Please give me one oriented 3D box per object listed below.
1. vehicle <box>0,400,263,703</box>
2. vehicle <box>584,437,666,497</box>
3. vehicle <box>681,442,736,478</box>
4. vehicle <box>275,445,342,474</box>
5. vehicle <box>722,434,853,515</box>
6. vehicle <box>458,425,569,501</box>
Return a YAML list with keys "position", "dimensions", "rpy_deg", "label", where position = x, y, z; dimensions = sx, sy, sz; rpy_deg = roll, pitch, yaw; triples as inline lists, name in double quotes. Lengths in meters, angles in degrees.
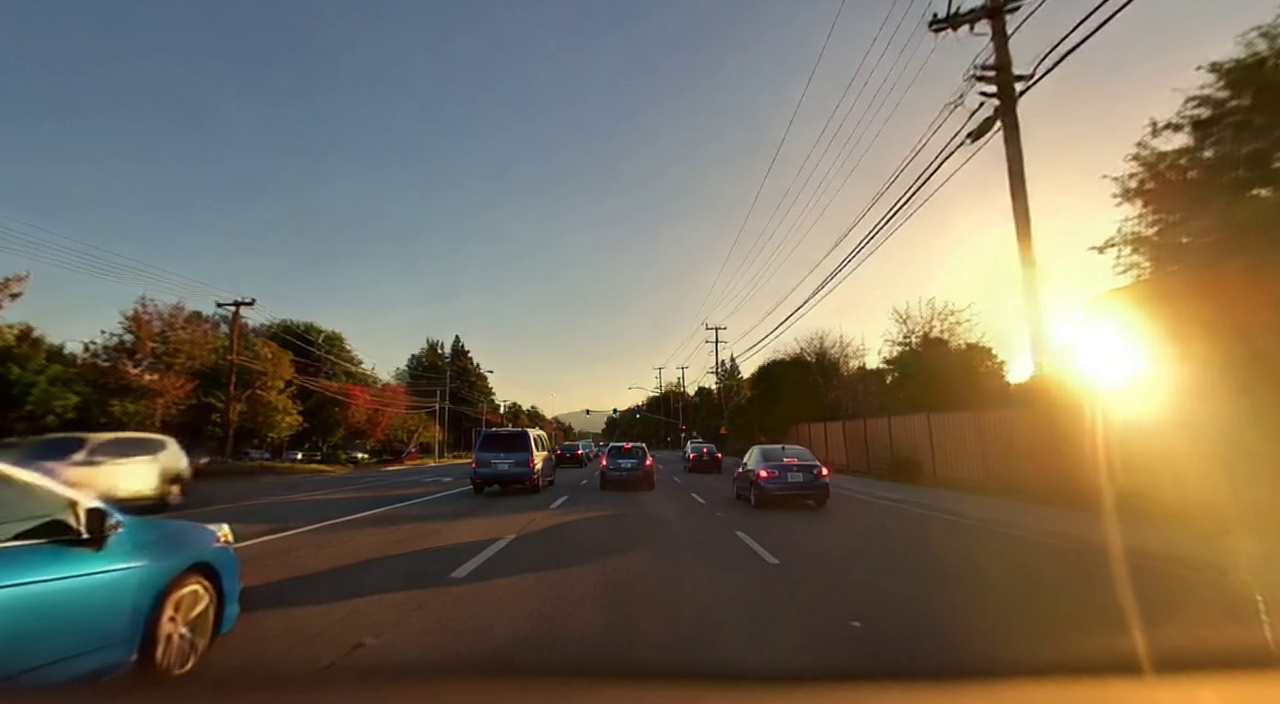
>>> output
- position: [-3.340, 0.814, 1.651]
  dimensions: [2.004, 1.454, 4.349]
  rpy_deg: [0, -9, 0]
  label: "vehicle"
- position: [-0.393, 3.243, 18.130]
  dimensions: [2.097, 1.511, 3.809]
  rpy_deg: [0, -9, 0]
  label: "vehicle"
- position: [3.027, 4.865, 28.754]
  dimensions: [1.878, 1.479, 4.461]
  rpy_deg: [0, -9, -2]
  label: "vehicle"
- position: [-23.113, 7.492, 44.262]
  dimensions: [2.094, 1.899, 4.789]
  rpy_deg: [0, -9, -1]
  label: "vehicle"
- position: [3.055, 2.608, 13.931]
  dimensions: [1.880, 1.521, 3.724]
  rpy_deg: [0, -9, -2]
  label: "vehicle"
- position: [-3.356, 3.066, 17.846]
  dimensions: [2.092, 1.839, 4.736]
  rpy_deg: [0, -9, 1]
  label: "vehicle"
